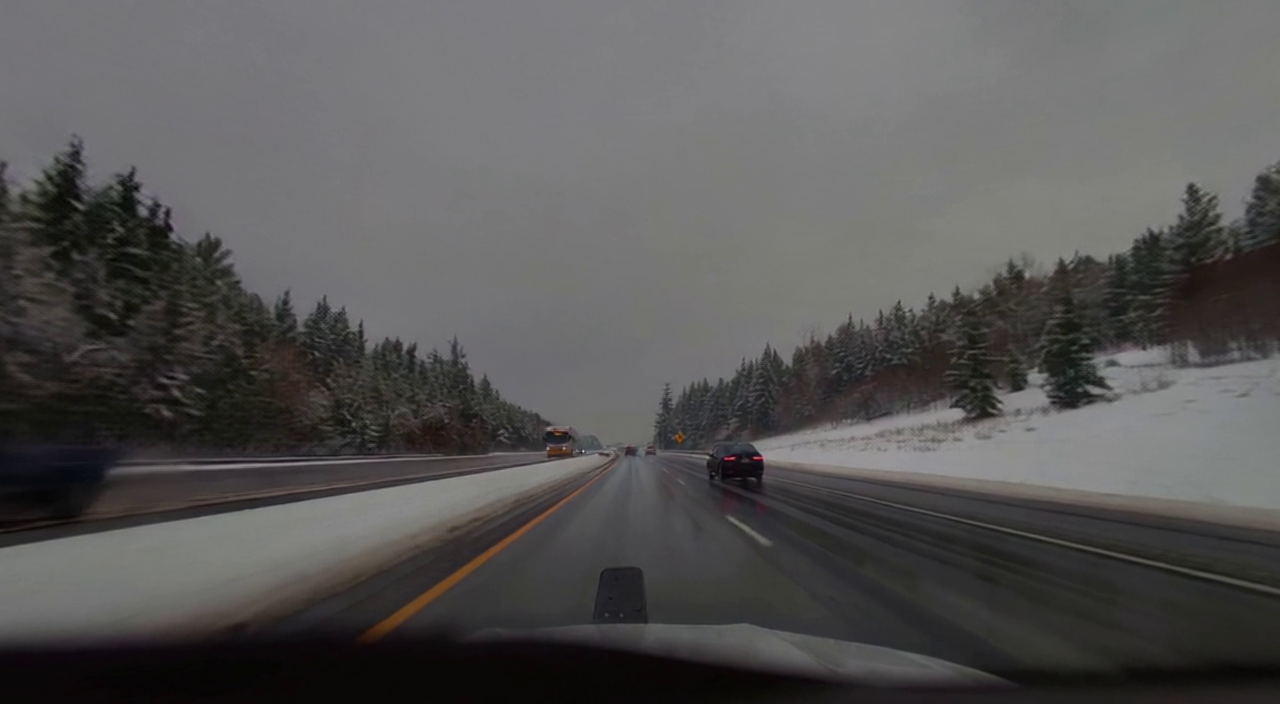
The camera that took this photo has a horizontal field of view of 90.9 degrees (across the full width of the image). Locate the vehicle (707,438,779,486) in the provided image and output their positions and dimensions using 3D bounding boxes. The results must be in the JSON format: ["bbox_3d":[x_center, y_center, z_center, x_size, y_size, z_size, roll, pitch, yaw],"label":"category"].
[{"bbox_3d":[3.870,4.218,24.389,1.933,1.663,4.440,0,-9,-1],"label":"vehicle"}]
